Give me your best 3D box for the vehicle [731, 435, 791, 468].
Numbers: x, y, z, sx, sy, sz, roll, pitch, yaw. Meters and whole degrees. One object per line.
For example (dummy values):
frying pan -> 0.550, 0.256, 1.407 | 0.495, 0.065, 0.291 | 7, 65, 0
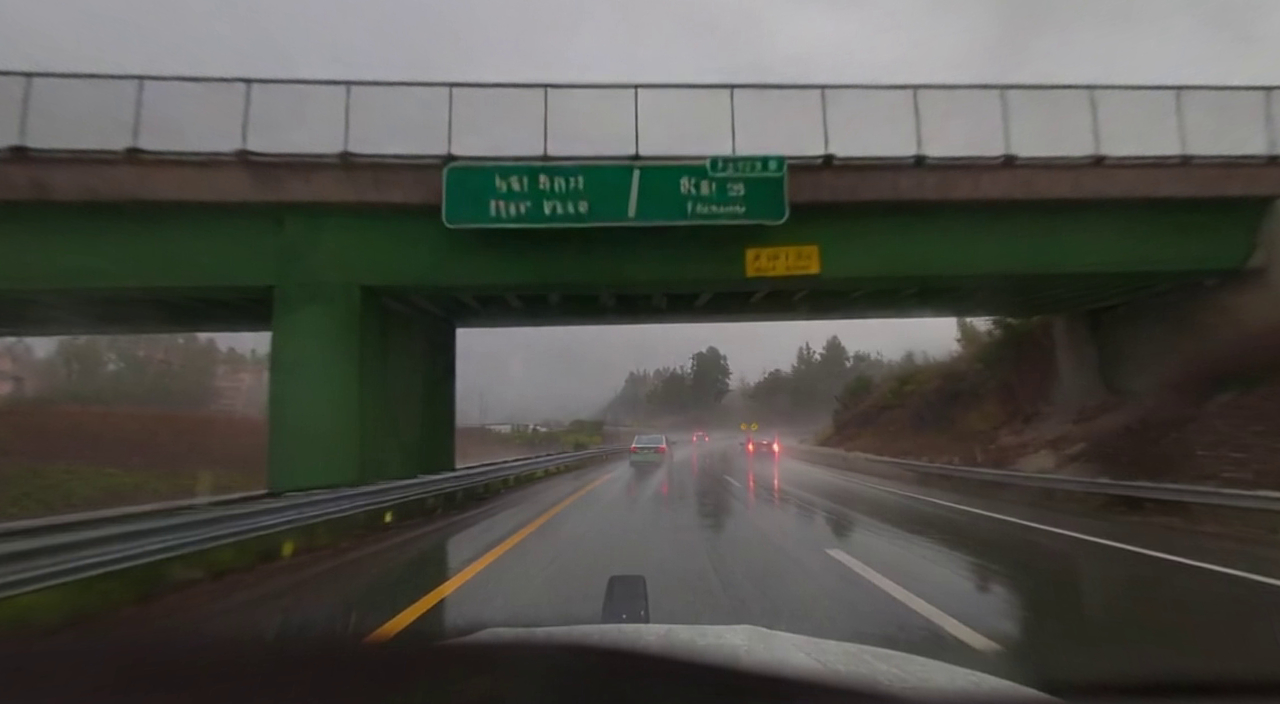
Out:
vehicle -> 5.776, 4.806, 30.585 | 2.163, 1.489, 4.470 | 0, -8, 2

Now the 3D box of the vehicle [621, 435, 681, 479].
vehicle -> 0.466, 3.803, 23.097 | 1.993, 1.461, 3.812 | -1, -8, 3
